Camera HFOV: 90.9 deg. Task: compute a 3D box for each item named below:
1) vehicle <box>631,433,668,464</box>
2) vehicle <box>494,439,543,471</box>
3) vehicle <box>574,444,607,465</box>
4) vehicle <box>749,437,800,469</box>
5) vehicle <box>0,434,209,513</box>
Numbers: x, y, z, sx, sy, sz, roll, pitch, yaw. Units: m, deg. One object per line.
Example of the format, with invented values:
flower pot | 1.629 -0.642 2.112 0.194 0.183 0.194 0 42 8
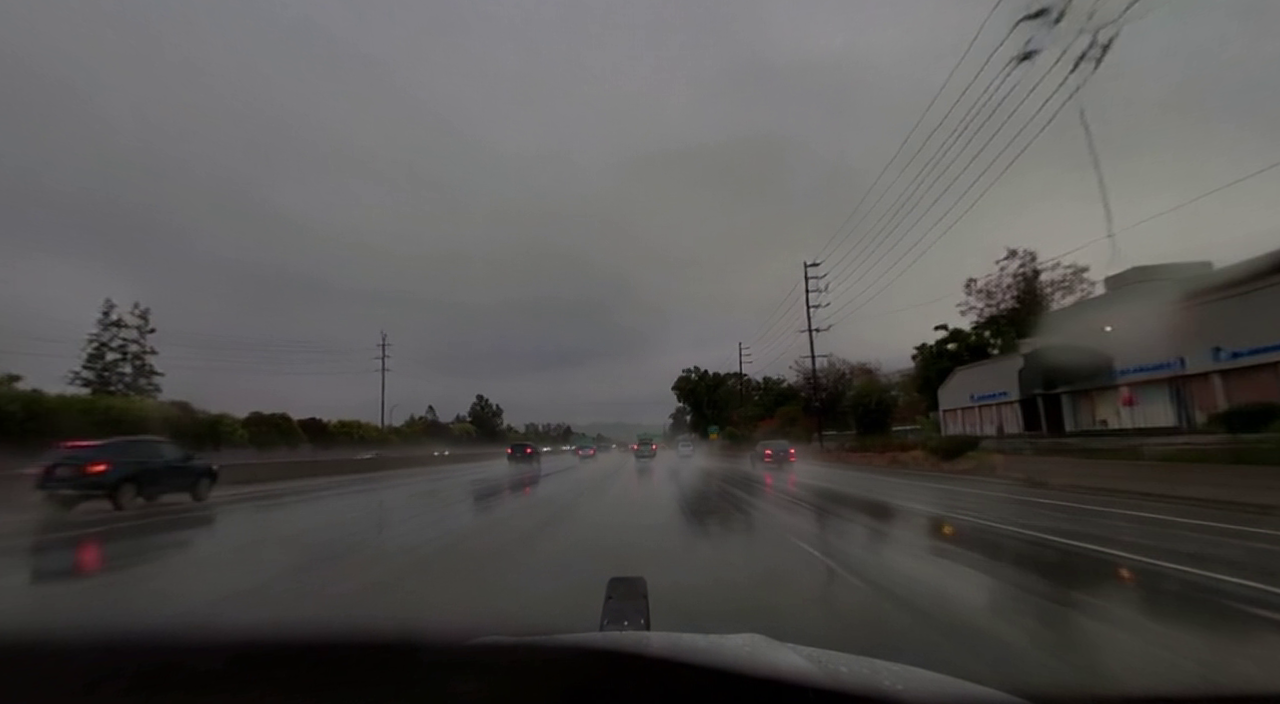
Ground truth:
vehicle | 0.683 7.354 48.150 2.622 2.208 5.320 0 -8 0
vehicle | -7.145 6.119 37.603 2.007 1.732 4.395 0 -8 1
vehicle | -3.530 7.415 45.711 1.979 1.469 4.378 0 -8 1
vehicle | 7.586 5.747 35.974 1.937 1.698 4.322 0 -8 -1
vehicle | -14.686 3.226 17.390 2.149 1.846 4.713 -1 -8 1
